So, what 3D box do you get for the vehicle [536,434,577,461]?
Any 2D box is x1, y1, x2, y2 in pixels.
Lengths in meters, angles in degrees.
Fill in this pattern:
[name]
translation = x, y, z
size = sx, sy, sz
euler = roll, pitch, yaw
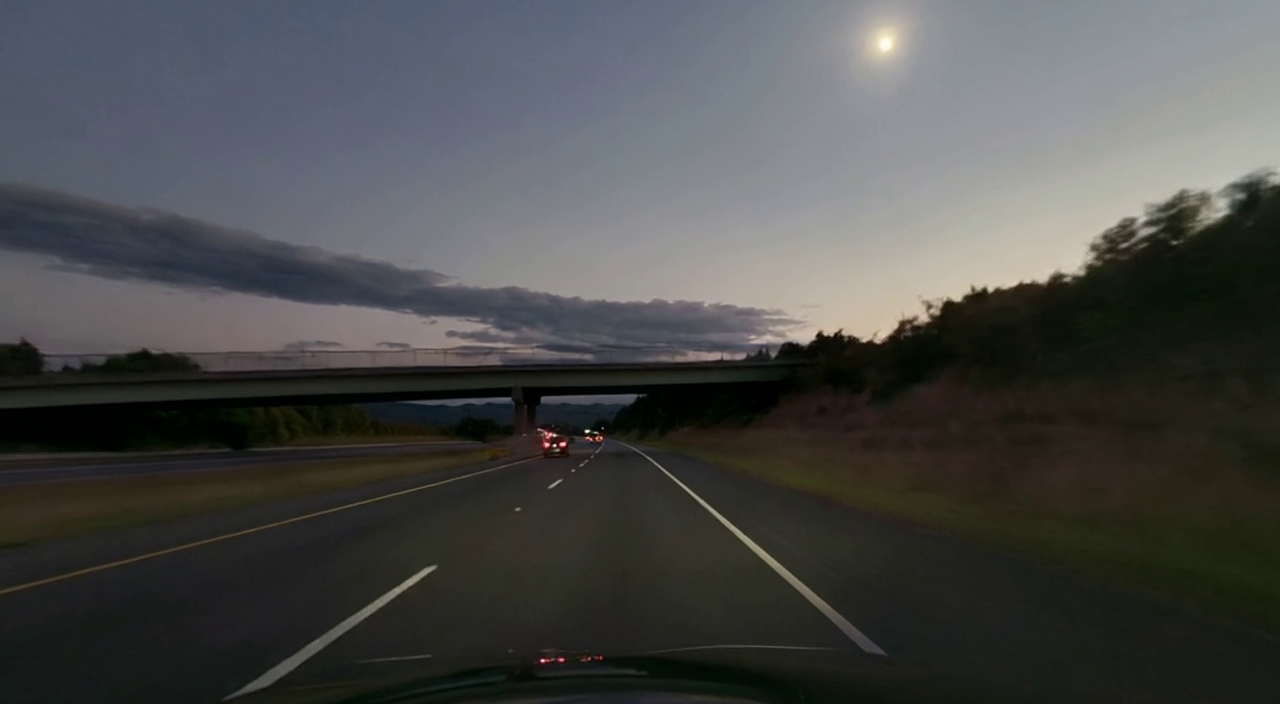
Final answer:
[vehicle]
translation = -4.999, 5.745, 38.166
size = 2.005, 1.509, 4.260
euler = 0, -8, -2
